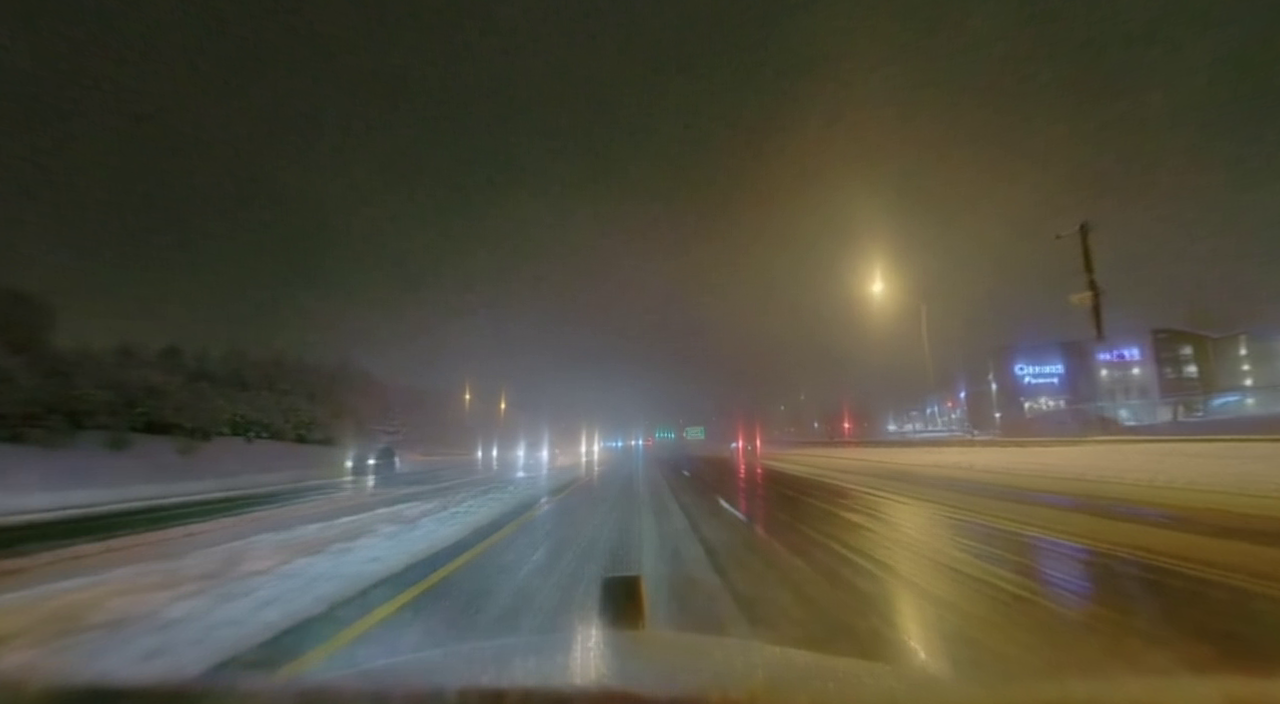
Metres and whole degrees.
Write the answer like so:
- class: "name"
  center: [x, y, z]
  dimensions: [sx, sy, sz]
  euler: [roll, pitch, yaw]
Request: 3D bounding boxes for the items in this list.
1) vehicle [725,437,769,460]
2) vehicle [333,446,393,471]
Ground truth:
- class: "vehicle"
  center: [7.305, 6.656, 43.418]
  dimensions: [2.079, 1.518, 5.032]
  euler: [0, -8, -1]
- class: "vehicle"
  center: [-21.900, 8.407, 49.891]
  dimensions: [2.028, 1.784, 5.837]
  euler: [-1, -8, 1]
